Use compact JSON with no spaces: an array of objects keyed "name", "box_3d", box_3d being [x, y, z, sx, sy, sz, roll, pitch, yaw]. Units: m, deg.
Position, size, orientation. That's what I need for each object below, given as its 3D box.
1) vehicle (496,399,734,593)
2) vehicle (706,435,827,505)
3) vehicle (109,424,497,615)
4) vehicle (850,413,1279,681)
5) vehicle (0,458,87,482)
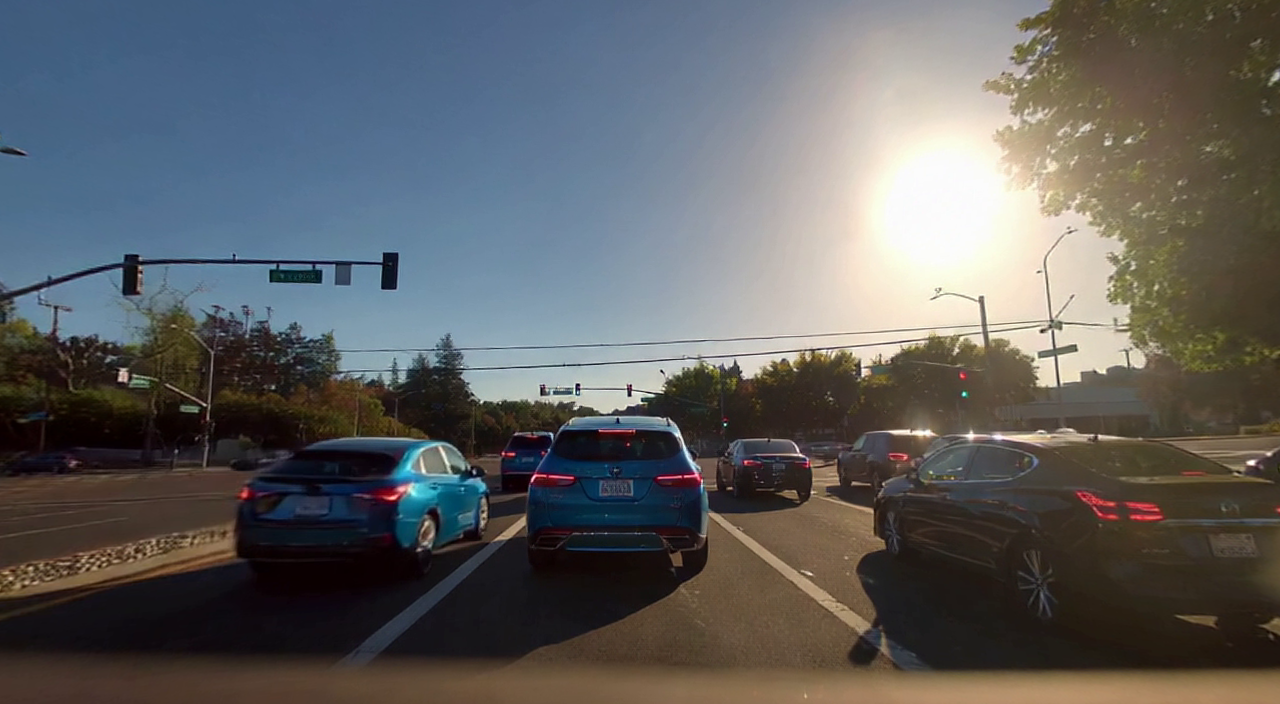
[{"name":"vehicle","box_3d":[-0.279,1.560,7.629,2.101,1.707,3.904,0,-8,-2]},{"name":"vehicle","box_3d":[2.972,2.859,15.779,1.950,1.506,4.086,0,-8,-3]},{"name":"vehicle","box_3d":[-3.174,1.658,7.231,2.077,1.493,4.281,0,-9,0]},{"name":"vehicle","box_3d":[3.611,1.395,5.696,1.861,1.478,4.185,0,-8,-2]},{"name":"vehicle","box_3d":[-39.358,7.700,41.314,4.369,1.466,1.791,1,-9,-9]}]
